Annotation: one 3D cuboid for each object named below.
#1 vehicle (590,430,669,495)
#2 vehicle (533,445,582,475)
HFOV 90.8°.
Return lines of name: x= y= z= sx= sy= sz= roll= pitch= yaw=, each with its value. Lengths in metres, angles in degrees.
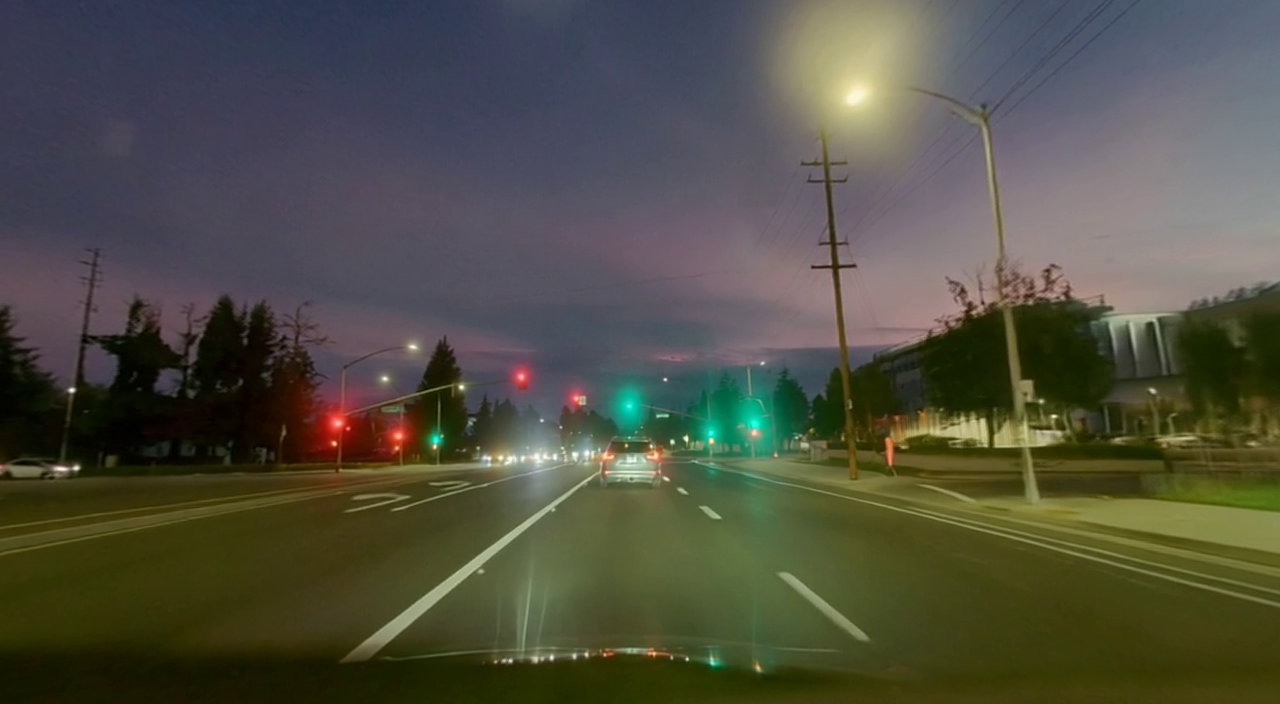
vehicle: x=-0.352 y=3.405 z=19.771 sx=2.188 sy=1.782 sz=3.982 roll=0 pitch=-8 yaw=-2
vehicle: x=-4.222 y=5.616 z=33.158 sx=2.075 sy=1.474 sz=4.367 roll=0 pitch=-8 yaw=-1
